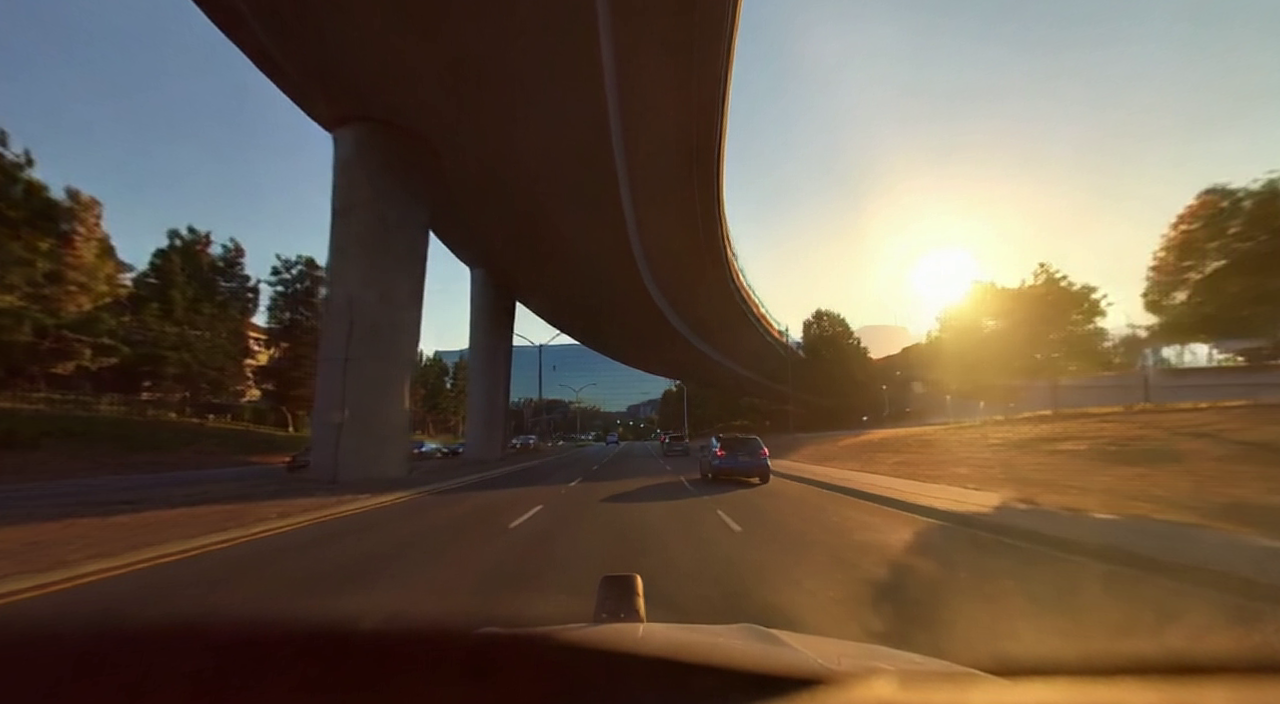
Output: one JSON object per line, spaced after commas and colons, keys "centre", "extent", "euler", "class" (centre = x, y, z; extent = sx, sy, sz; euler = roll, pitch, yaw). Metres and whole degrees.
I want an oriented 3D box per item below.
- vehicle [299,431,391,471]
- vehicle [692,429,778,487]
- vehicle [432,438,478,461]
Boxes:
{"centre": [-16.035, 5.419, 34.657], "extent": [2.243, 1.952, 5.838], "euler": [0, -9, 0], "class": "vehicle"}
{"centre": [3.015, 3.508, 21.075], "extent": [2.110, 1.712, 4.489], "euler": [0, -8, -1], "class": "vehicle"}
{"centre": [-12.645, 6.713, 43.335], "extent": [1.844, 1.514, 4.386], "euler": [0, -8, 0], "class": "vehicle"}
